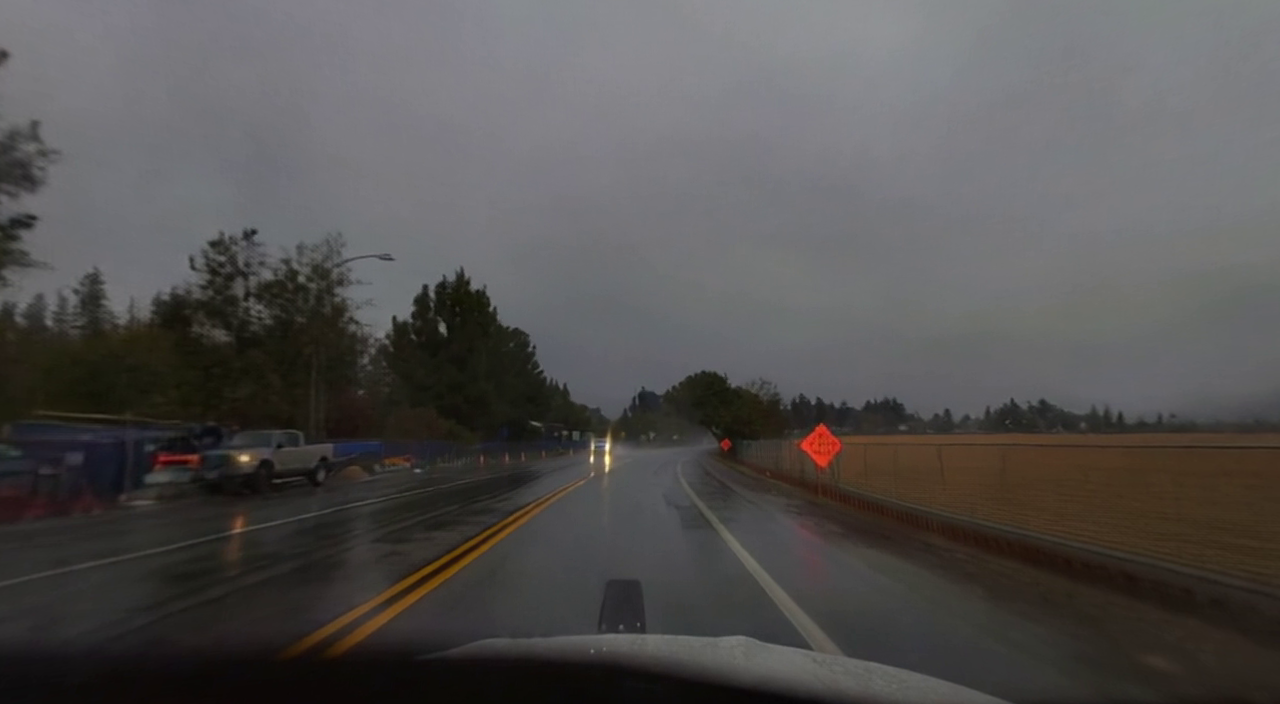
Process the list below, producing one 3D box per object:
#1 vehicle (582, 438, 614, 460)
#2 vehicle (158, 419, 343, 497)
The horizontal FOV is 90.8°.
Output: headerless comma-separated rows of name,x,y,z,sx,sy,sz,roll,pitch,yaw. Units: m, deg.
vehicle,-3.009,7.075,46.225,1.737,1.525,3.760,-1,-8,5
vehicle,-12.056,3.312,20.305,2.244,2.022,6.102,-2,-8,-2
